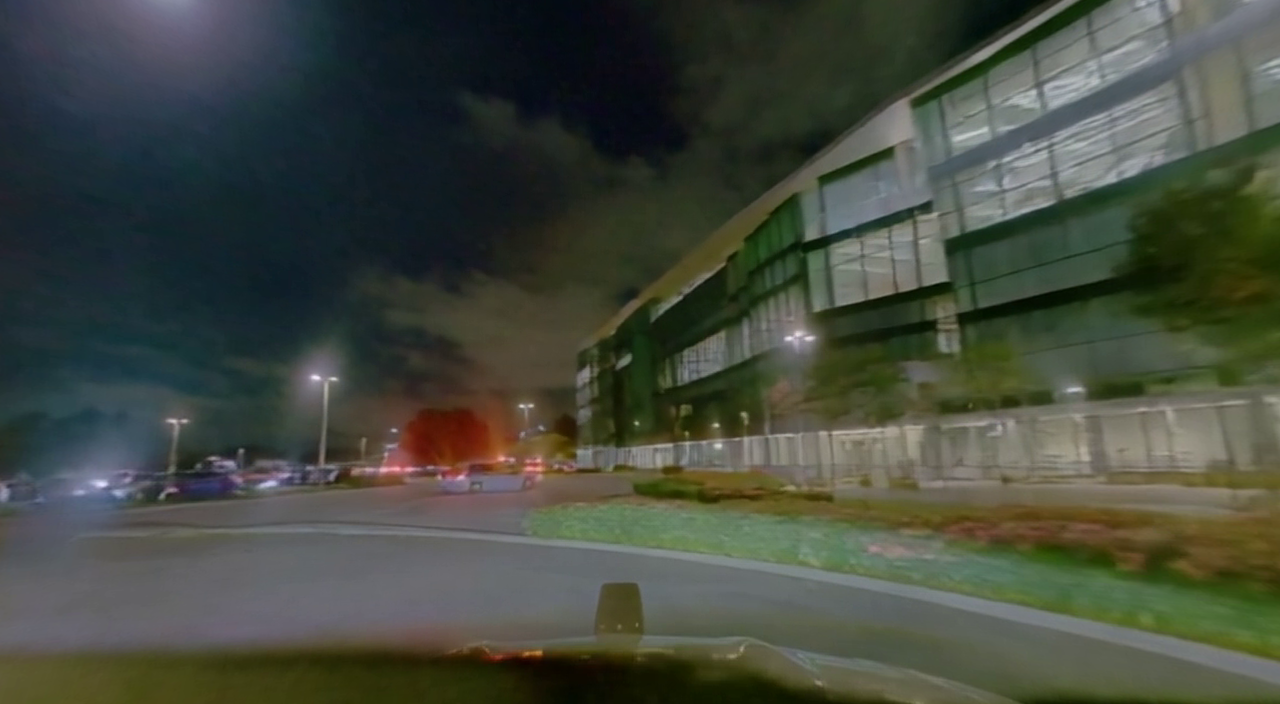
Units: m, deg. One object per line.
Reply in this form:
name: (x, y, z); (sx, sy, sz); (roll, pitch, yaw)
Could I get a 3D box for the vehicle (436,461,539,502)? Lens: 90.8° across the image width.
vehicle: (-7.747, 6.576, 32.187); (4.755, 1.707, 1.889); (-6, -11, 12)

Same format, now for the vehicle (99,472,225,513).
vehicle: (-21.489, 6.306, 28.474); (4.622, 1.479, 1.849); (-6, -11, 11)

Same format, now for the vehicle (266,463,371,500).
vehicle: (-19.307, 7.782, 38.085); (5.285, 1.837, 2.318); (-5, -11, 9)
